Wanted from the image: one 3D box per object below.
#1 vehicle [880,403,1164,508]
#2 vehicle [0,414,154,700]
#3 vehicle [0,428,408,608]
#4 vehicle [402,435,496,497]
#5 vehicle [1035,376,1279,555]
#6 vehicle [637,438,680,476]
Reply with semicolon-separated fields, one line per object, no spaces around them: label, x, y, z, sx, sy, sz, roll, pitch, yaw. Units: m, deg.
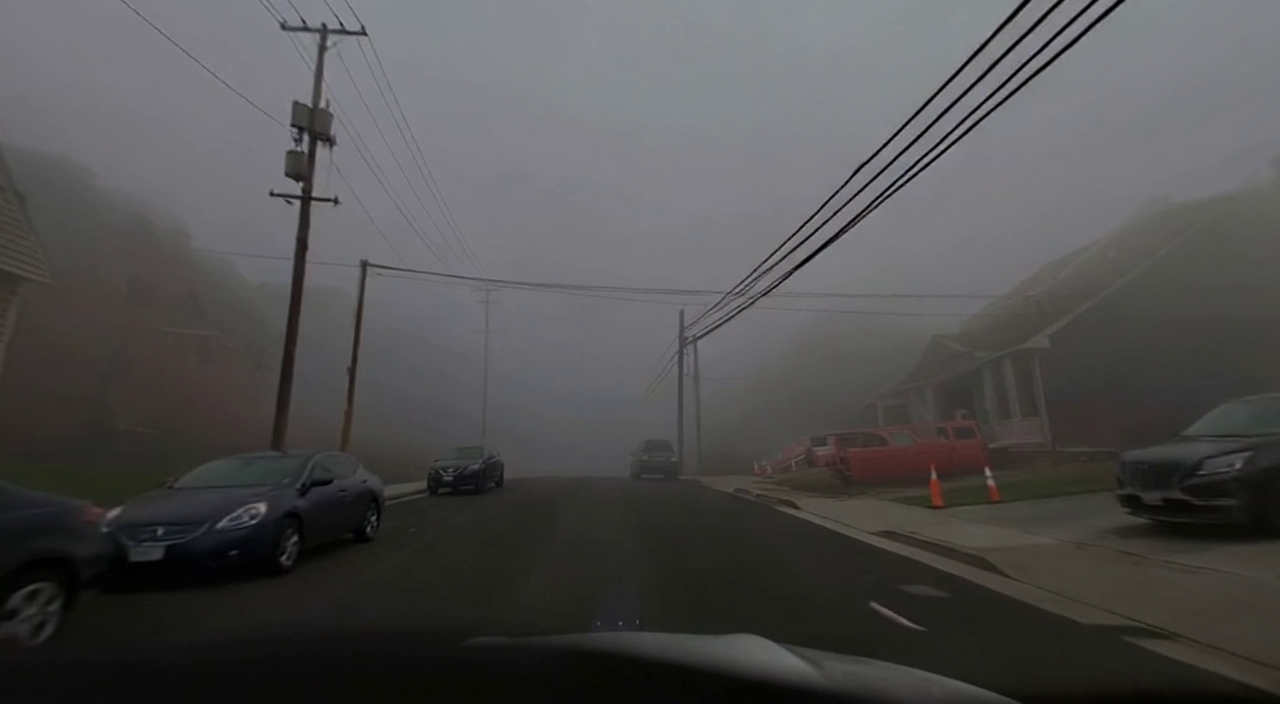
vehicle;7.548;2.068;12.850;4.316;1.730;2.166;-2;-8;-5
vehicle;-4.356;0.950;2.229;1.975;1.513;4.406;-1;-9;-4
vehicle;-4.891;1.823;8.278;2.084;1.522;4.925;3;-6;-4
vehicle;-5.849;3.488;19.847;1.967;1.656;3.924;2;-7;-5
vehicle;7.713;1.259;7.747;4.324;1.774;1.994;-3;-9;-5
vehicle;1.080;6.536;39.449;2.343;2.229;4.199;1;-9;-3
